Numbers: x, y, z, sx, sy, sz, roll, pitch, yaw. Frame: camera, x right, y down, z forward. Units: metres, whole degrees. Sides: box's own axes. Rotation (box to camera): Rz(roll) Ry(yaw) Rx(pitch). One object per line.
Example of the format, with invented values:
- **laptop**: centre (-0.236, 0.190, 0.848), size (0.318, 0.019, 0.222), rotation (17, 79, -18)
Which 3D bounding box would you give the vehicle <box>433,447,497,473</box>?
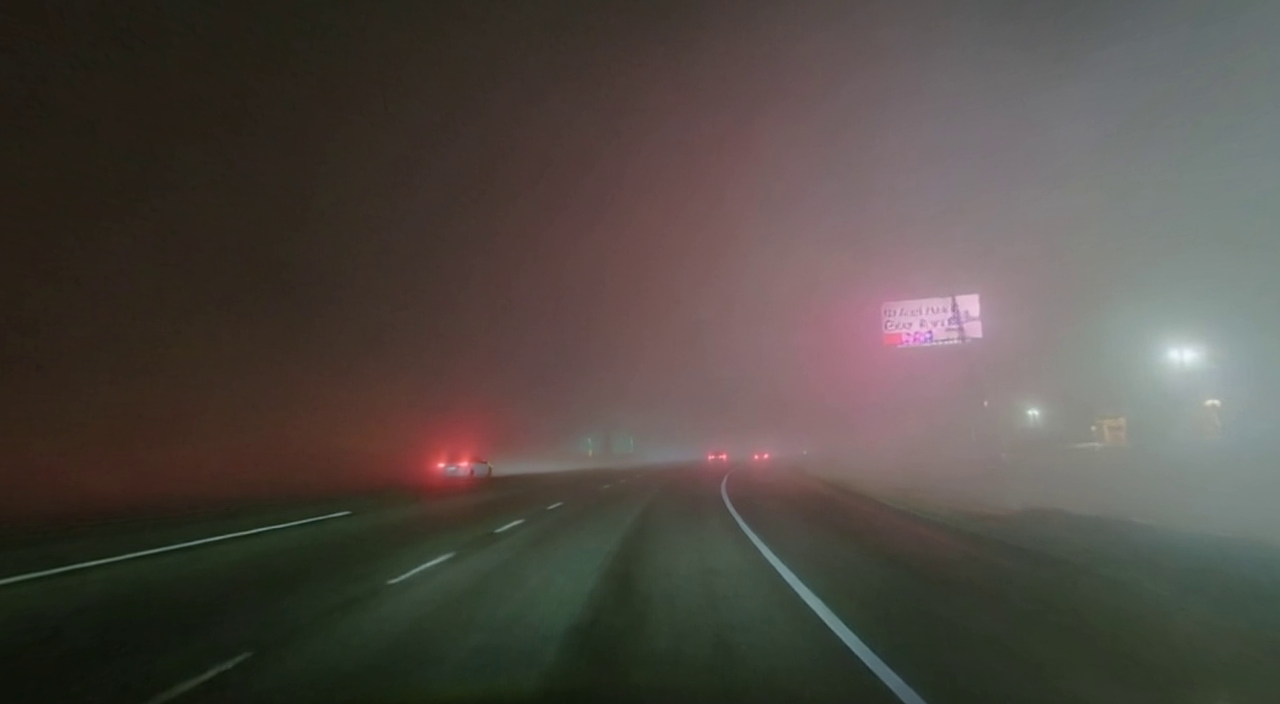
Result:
- **vehicle**: centre (-12.389, 7.633, 44.749), size (2.145, 1.717, 4.448), rotation (-3, -9, 19)
